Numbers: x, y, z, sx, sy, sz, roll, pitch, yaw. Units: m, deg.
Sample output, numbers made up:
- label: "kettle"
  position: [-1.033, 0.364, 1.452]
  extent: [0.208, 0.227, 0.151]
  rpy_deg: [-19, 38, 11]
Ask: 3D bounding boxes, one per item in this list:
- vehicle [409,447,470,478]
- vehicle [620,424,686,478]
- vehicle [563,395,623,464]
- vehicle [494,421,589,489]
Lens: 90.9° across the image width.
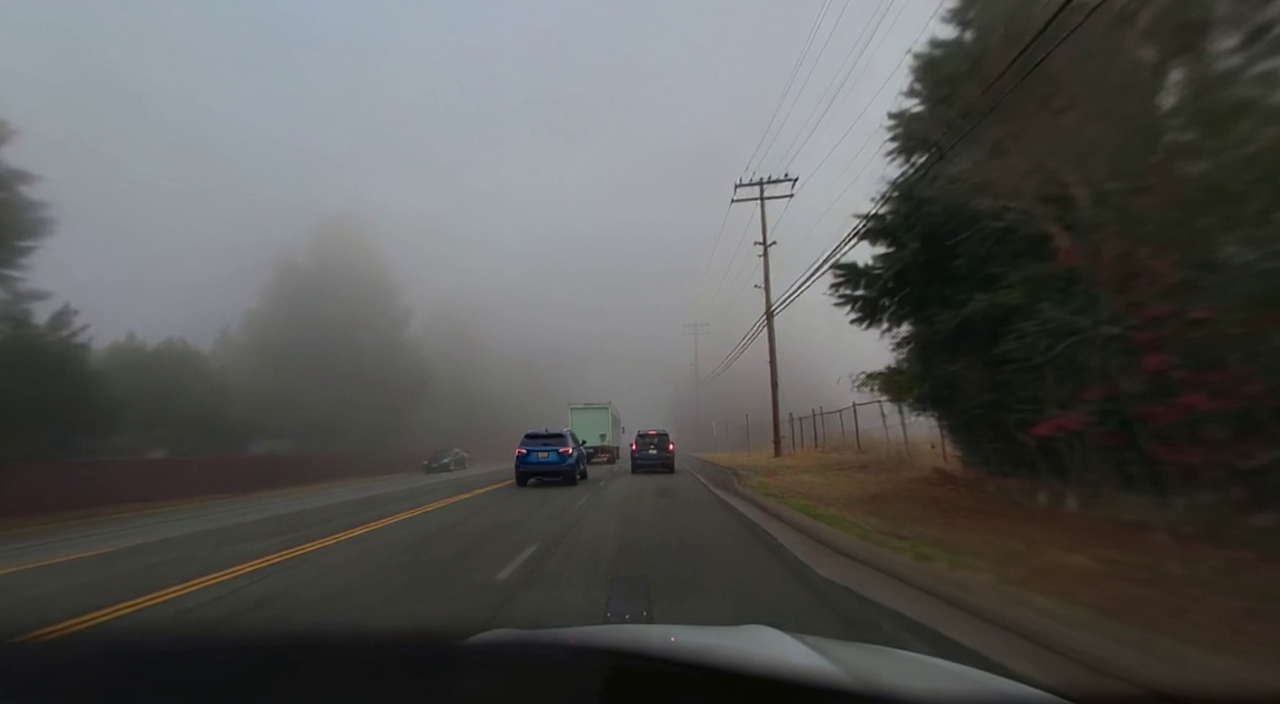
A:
- label: "vehicle"
  position: [-11.562, 6.378, 36.664]
  extent: [2.052, 1.401, 4.191]
  rpy_deg: [-6, -8, 0]
- label: "vehicle"
  position: [0.426, 3.535, 22.662]
  extent: [2.174, 1.749, 4.113]
  rpy_deg: [0, -8, 0]
- label: "vehicle"
  position: [-2.640, 4.913, 39.134]
  extent: [2.928, 3.658, 10.953]
  rpy_deg: [0, -8, 0]
- label: "vehicle"
  position: [-2.868, 3.145, 19.502]
  extent: [2.093, 1.832, 4.508]
  rpy_deg: [0, -8, 2]
